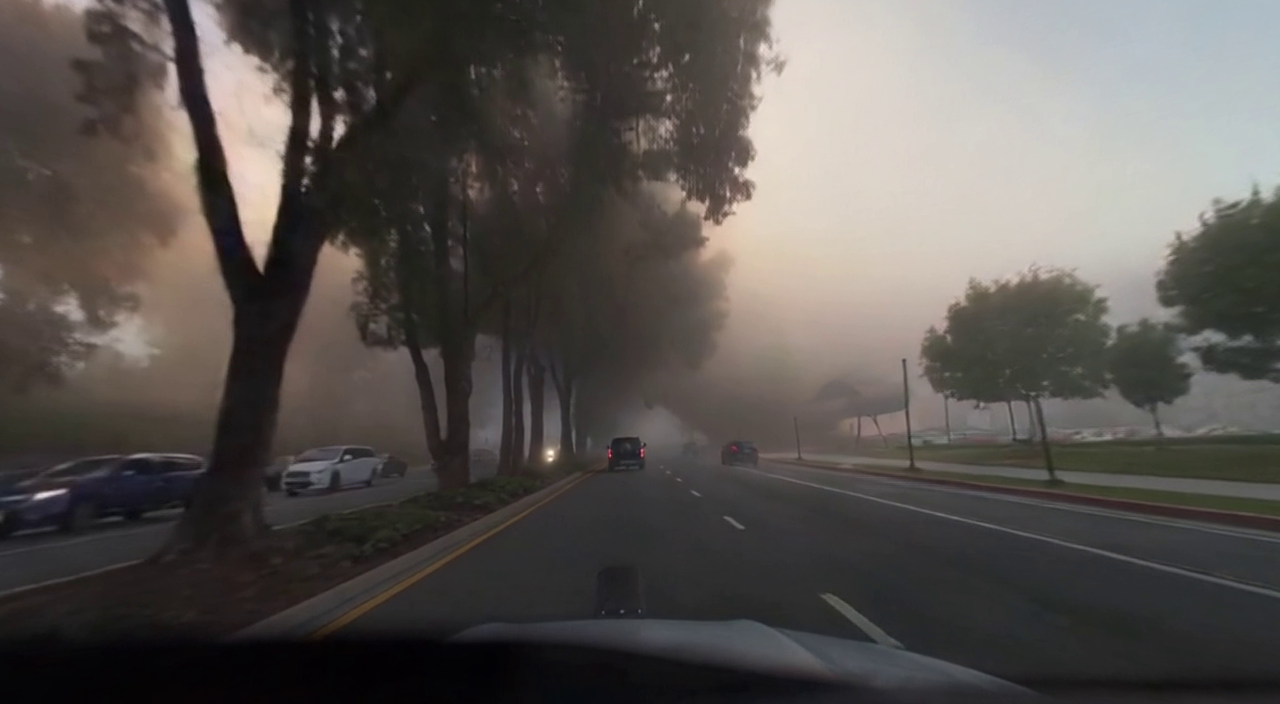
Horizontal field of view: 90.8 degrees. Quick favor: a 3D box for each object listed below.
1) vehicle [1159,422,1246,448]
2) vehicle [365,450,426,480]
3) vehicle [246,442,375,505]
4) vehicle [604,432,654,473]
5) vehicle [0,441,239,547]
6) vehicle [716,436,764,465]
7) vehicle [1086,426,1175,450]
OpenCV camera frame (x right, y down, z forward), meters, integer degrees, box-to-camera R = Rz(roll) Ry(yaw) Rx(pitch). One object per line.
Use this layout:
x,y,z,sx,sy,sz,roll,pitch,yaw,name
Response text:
36.517,5.418,41.137,1.807,1.582,3.811,1,-9,-8,vehicle
-14.757,6.805,38.415,1.950,1.655,4.395,-1,-8,0,vehicle
-11.529,4.216,22.574,2.082,1.824,4.840,-3,-7,-1,vehicle
-0.540,5.196,32.877,2.411,1.937,5.186,-1,-8,0,vehicle
-11.290,2.877,13.645,2.042,1.822,4.913,-1,-8,-1,vehicle
6.745,6.705,43.141,2.364,1.781,4.854,0,-8,-2,vehicle
31.583,5.579,40.867,1.743,1.445,4.495,1,-8,-9,vehicle
